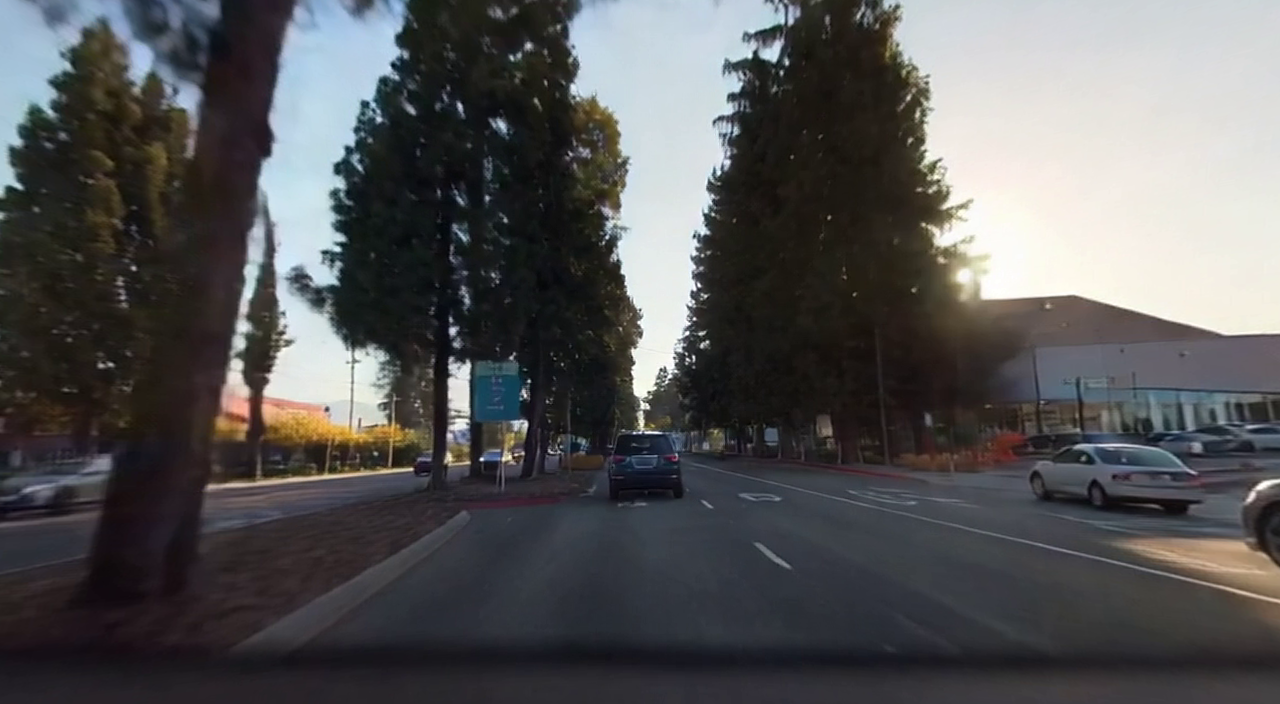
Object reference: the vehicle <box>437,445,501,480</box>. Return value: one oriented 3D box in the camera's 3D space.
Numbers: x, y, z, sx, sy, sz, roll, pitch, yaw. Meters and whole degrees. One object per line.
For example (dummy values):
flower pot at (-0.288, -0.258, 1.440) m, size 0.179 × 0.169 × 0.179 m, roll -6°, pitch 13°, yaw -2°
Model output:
vehicle at (-8.778, 5.680, 32.803) m, size 2.120 × 1.628 × 4.331 m, roll 0°, pitch -8°, yaw 0°

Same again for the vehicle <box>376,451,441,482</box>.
vehicle at (-12.525, 6.194, 34.469) m, size 1.866 × 1.491 × 4.495 m, roll 0°, pitch -8°, yaw 0°

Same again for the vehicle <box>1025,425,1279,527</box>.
vehicle at (9.457, 2.194, 11.774) m, size 1.894 × 1.517 × 4.419 m, roll -1°, pitch -8°, yaw 2°

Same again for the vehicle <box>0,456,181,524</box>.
vehicle at (-16.000, 3.828, 18.149) m, size 1.952 × 1.569 × 4.886 m, roll 0°, pitch -8°, yaw -1°

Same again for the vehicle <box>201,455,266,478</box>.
vehicle at (-29.589, 8.331, 46.068) m, size 3.520 × 1.405 × 1.750 m, roll -3°, pitch -10°, yaw -1°

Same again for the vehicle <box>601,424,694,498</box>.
vehicle at (0.043, 3.172, 18.733) m, size 2.300 × 1.870 × 4.936 m, roll 0°, pitch -8°, yaw -4°
